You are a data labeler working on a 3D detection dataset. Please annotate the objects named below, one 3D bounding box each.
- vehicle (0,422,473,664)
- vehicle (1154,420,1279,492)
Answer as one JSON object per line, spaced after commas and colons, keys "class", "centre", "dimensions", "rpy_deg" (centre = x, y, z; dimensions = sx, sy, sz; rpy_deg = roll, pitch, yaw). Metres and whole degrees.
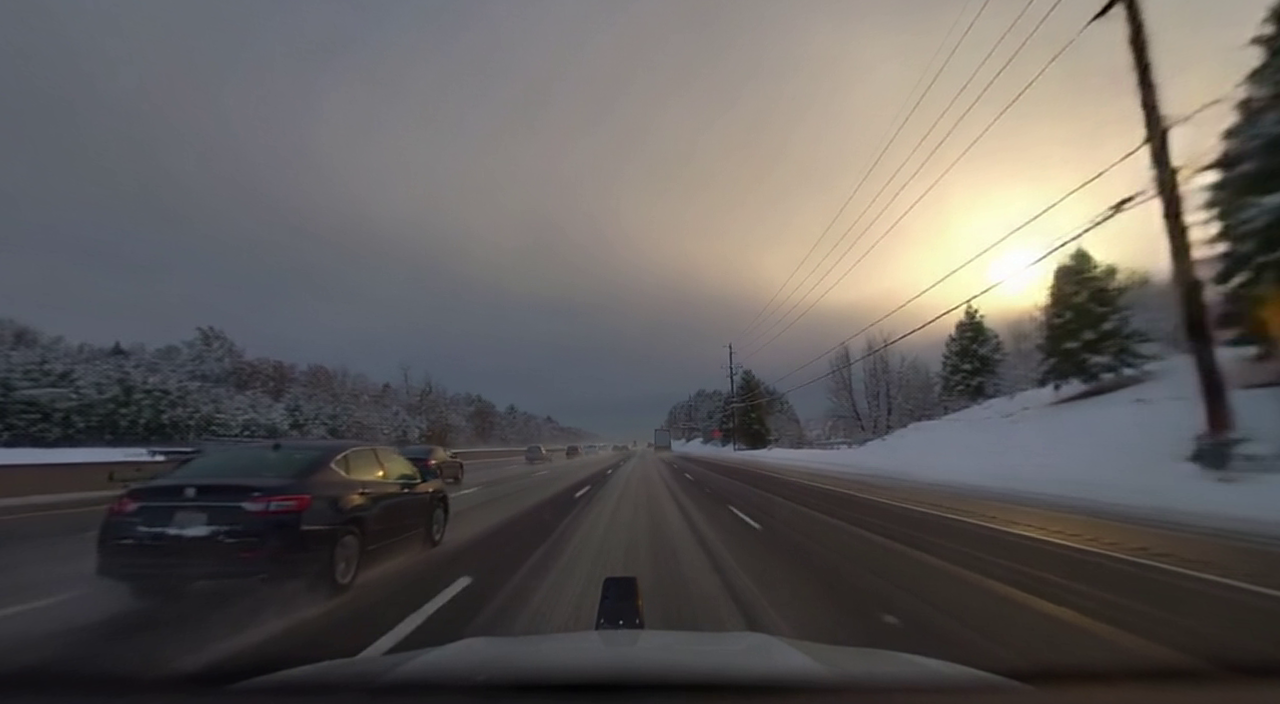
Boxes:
{"class": "vehicle", "centre": [-3.503, 1.610, 6.592], "dimensions": [2.045, 1.532, 4.954], "rpy_deg": [0, -9, 1]}
{"class": "vehicle", "centre": [18.576, 2.983, 18.091], "dimensions": [2.272, 1.938, 5.988], "rpy_deg": [0, -9, -3]}
